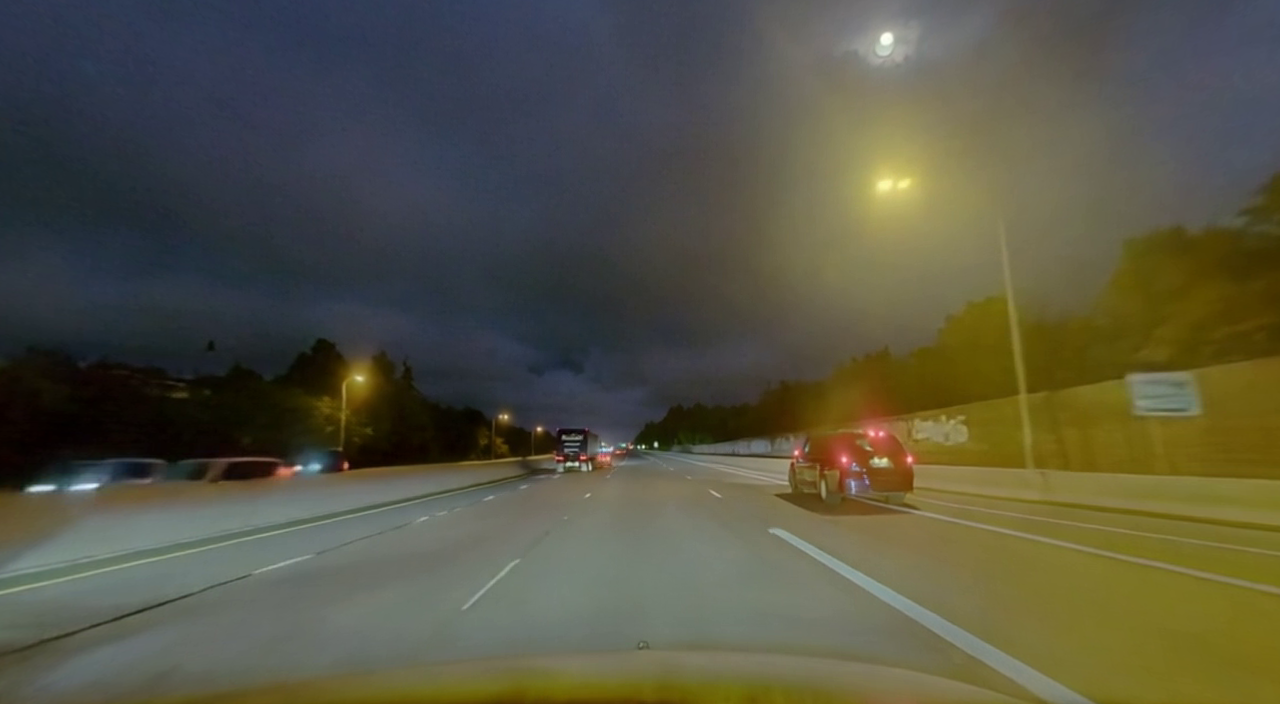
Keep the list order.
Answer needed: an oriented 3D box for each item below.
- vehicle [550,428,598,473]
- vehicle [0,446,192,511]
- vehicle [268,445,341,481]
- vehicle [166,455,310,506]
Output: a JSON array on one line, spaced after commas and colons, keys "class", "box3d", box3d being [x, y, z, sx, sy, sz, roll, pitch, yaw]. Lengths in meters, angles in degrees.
[{"class": "vehicle", "box3d": [-3.924, 5.993, 38.386, 2.305, 2.517, 5.486, 0, -9, 0]}, {"class": "vehicle", "box3d": [-17.396, 4.013, 20.529, 2.084, 1.837, 4.734, 0, -9, 0]}, {"class": "vehicle", "box3d": [-25.538, 8.432, 48.217, 2.326, 2.522, 5.411, -1, -9, 3]}, {"class": "vehicle", "box3d": [-13.024, 4.151, 20.820, 1.830, 1.438, 4.396, 0, -9, 0]}]
